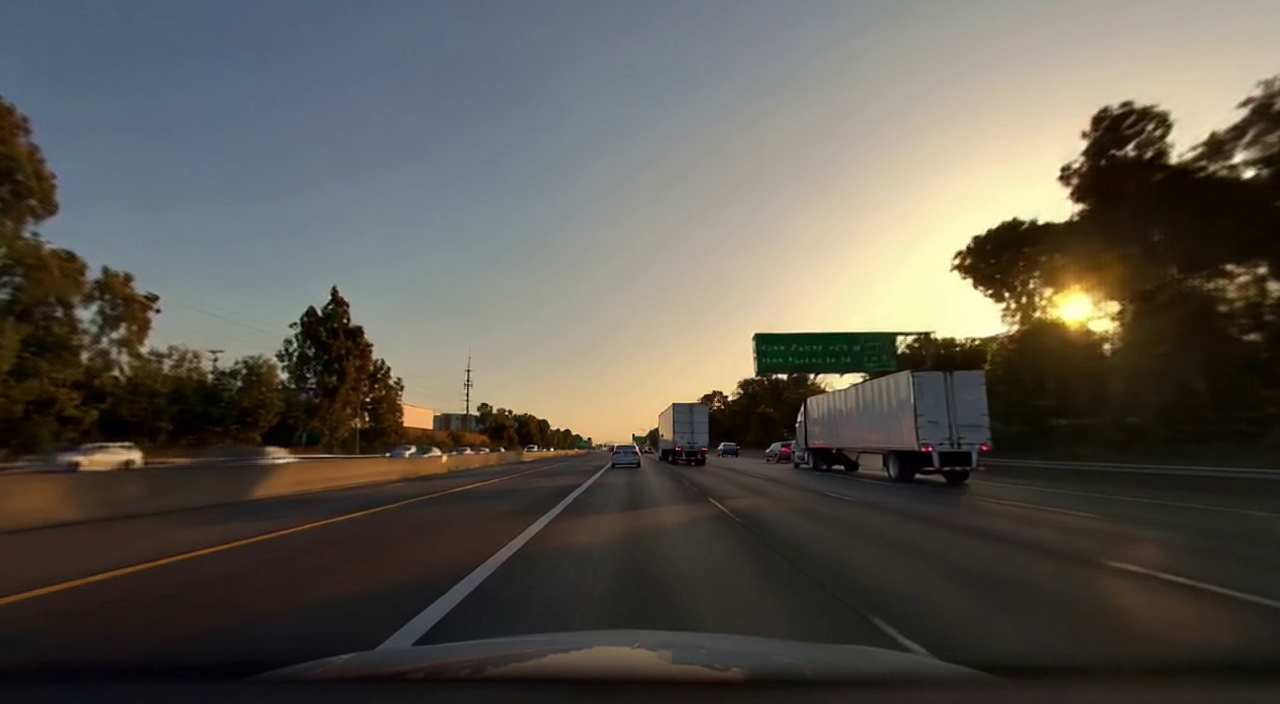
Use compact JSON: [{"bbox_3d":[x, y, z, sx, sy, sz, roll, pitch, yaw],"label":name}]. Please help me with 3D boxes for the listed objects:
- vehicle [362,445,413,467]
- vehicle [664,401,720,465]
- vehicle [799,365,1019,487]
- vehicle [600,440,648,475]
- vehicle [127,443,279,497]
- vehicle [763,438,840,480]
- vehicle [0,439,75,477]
[{"bbox_3d":[-16.705,6.883,42.004,1.429,1.331,4.546,0,-9,0],"label":"vehicle"},{"bbox_3d":[3.547,6.024,46.041,2.999,4.127,10.526,0,-9,-1],"label":"vehicle"},{"bbox_3d":[11.304,3.804,30.124,2.898,4.171,17.188,0,-9,0],"label":"vehicle"},{"bbox_3d":[-0.756,5.104,30.732,2.163,1.551,4.180,0,-9,-1],"label":"vehicle"},{"bbox_3d":[-12.849,3.471,18.898,1.840,1.413,3.738,0,-9,0],"label":"vehicle"},{"bbox_3d":[6.956,4.654,27.738,2.154,1.658,4.347,0,-9,-1],"label":"vehicle"},{"bbox_3d":[-42.348,7.259,43.345,2.194,2.394,5.779,1,-9,-7],"label":"vehicle"}]
